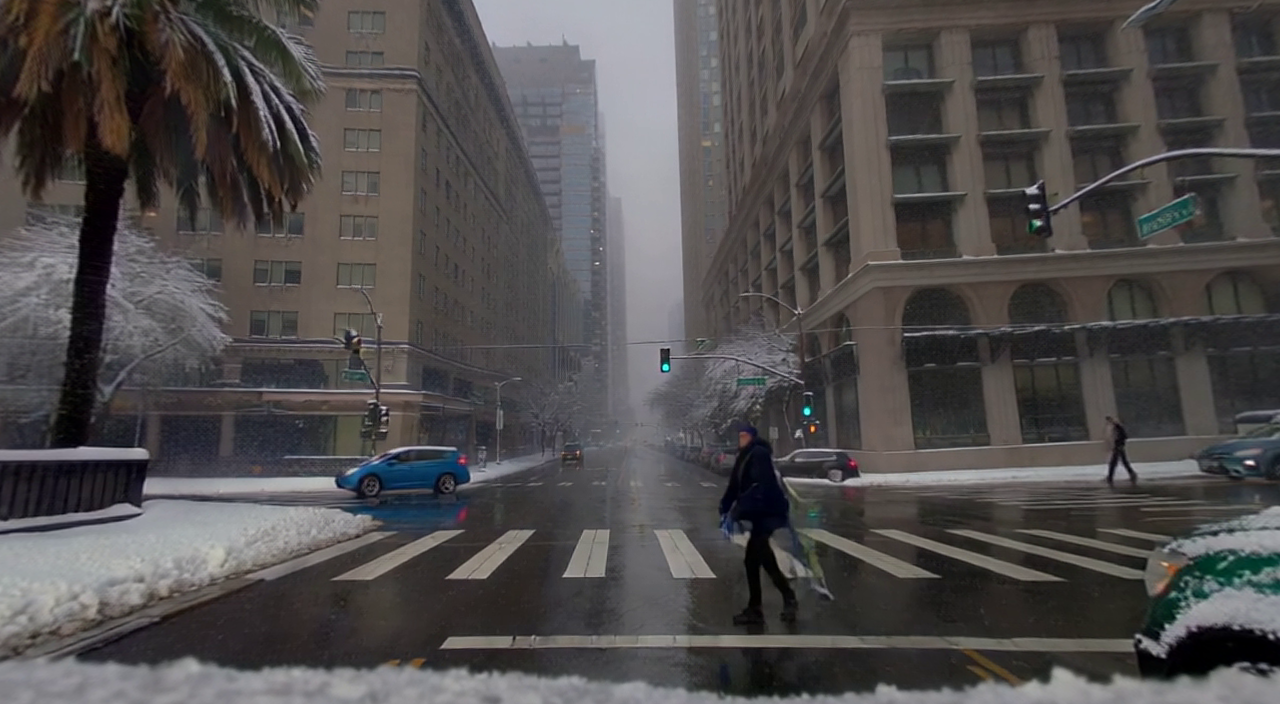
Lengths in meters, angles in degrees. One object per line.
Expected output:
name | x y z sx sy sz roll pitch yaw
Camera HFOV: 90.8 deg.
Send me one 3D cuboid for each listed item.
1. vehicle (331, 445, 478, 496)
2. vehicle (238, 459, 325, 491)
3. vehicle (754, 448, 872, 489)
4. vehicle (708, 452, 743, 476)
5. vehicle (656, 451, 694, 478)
vehicle | -7.991 4.048 21.904 4.499 1.594 1.898 2 -9 -13
vehicle | -19.948 6.859 35.413 2.069 1.540 4.774 0 -8 0
vehicle | 7.183 4.795 26.368 4.273 1.525 2.000 -6 -10 32
vehicle | 6.556 8.581 48.688 2.176 1.690 4.138 0 -8 1
vehicle | 2.512 8.222 46.501 2.325 1.810 4.827 0 -8 -2
